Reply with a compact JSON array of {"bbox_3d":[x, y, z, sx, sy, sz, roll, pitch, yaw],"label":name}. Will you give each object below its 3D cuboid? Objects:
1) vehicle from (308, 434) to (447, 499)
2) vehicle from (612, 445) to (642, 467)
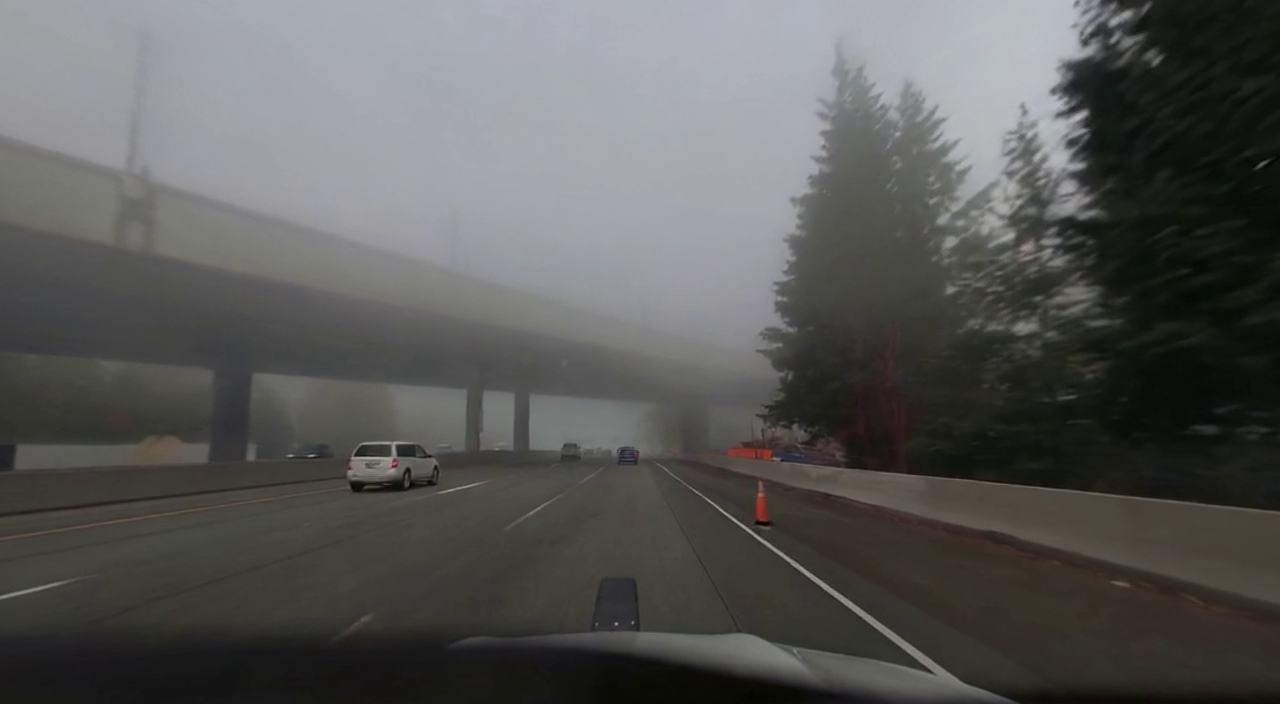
[{"bbox_3d":[-7.275,3.209,18.103,2.128,1.604,4.279,0,-9,0],"label":"vehicle"},{"bbox_3d":[-0.891,7.362,44.998,2.051,1.459,4.092,0,-9,0],"label":"vehicle"}]
